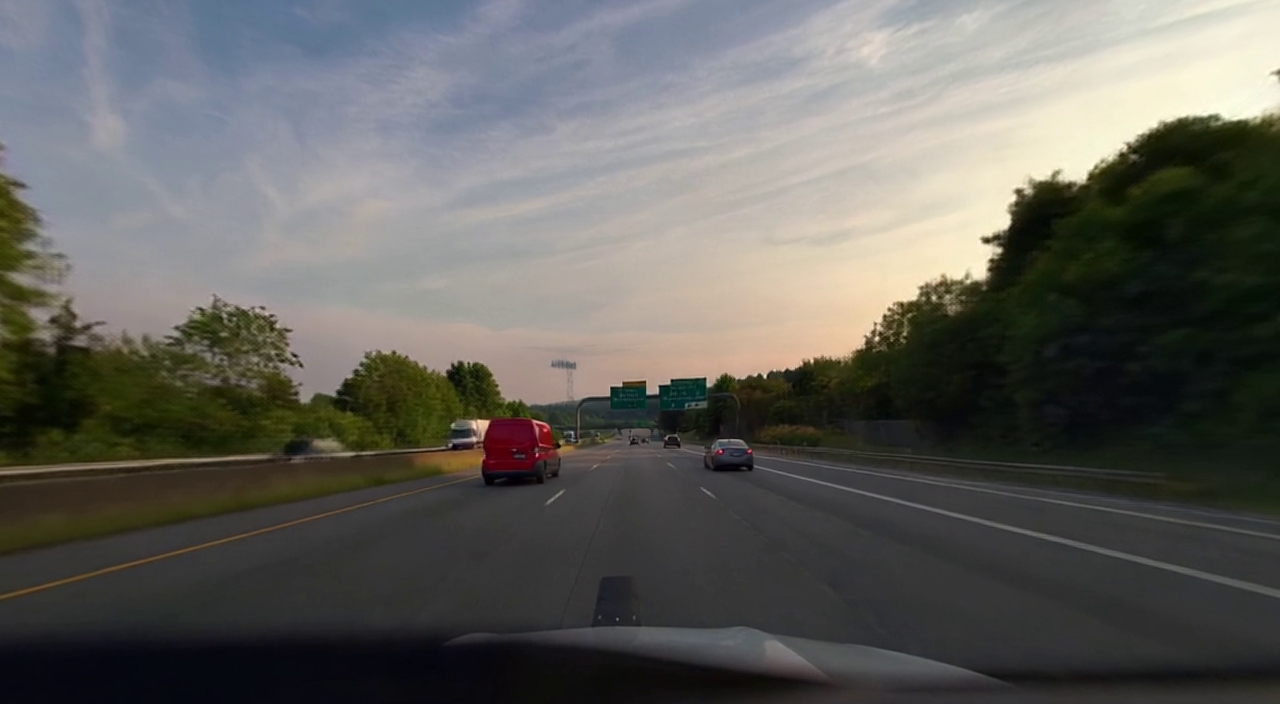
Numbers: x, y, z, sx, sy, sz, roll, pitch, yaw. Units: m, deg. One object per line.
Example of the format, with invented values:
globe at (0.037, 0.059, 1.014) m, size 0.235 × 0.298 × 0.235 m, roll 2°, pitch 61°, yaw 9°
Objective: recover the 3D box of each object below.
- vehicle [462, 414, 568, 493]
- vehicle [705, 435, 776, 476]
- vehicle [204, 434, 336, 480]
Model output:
vehicle at (-3.533, 2.971, 18.941) m, size 2.275 × 2.053 × 5.082 m, roll 0°, pitch -8°, yaw -2°
vehicle at (3.818, 3.968, 24.525) m, size 2.020 × 1.464 × 3.803 m, roll 0°, pitch -8°, yaw -2°
vehicle at (-12.942, 3.657, 22.453) m, size 2.038 × 1.459 × 4.428 m, roll 0°, pitch -8°, yaw -1°
